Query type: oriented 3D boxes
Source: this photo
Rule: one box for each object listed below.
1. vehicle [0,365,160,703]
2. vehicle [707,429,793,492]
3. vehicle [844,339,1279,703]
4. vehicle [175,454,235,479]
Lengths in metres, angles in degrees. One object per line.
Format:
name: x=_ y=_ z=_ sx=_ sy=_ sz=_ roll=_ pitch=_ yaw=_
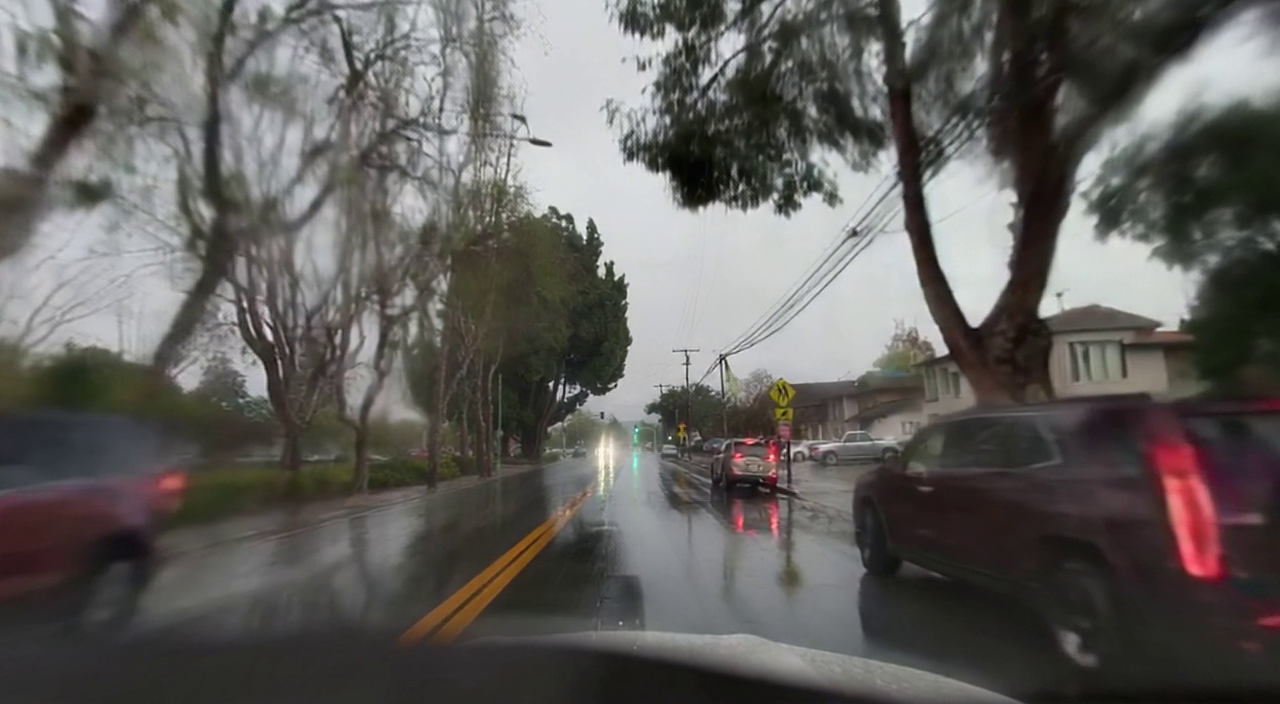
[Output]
vehicle: x=-4.572 y=0.936 z=2.463 sx=2.074 sy=1.836 sz=4.365 roll=-6 pitch=-9 yaw=-1
vehicle: x=3.443 y=3.502 z=20.682 sx=1.949 sy=1.807 sz=4.224 roll=0 pitch=-9 yaw=-1
vehicle: x=3.494 y=1.174 z=4.767 sx=2.125 sy=1.772 sz=4.629 roll=0 pitch=-9 yaw=-3
vehicle: x=-29.097 y=7.597 z=42.206 sx=4.558 sy=1.495 sz=1.925 roll=-7 pitch=-11 yaw=38
